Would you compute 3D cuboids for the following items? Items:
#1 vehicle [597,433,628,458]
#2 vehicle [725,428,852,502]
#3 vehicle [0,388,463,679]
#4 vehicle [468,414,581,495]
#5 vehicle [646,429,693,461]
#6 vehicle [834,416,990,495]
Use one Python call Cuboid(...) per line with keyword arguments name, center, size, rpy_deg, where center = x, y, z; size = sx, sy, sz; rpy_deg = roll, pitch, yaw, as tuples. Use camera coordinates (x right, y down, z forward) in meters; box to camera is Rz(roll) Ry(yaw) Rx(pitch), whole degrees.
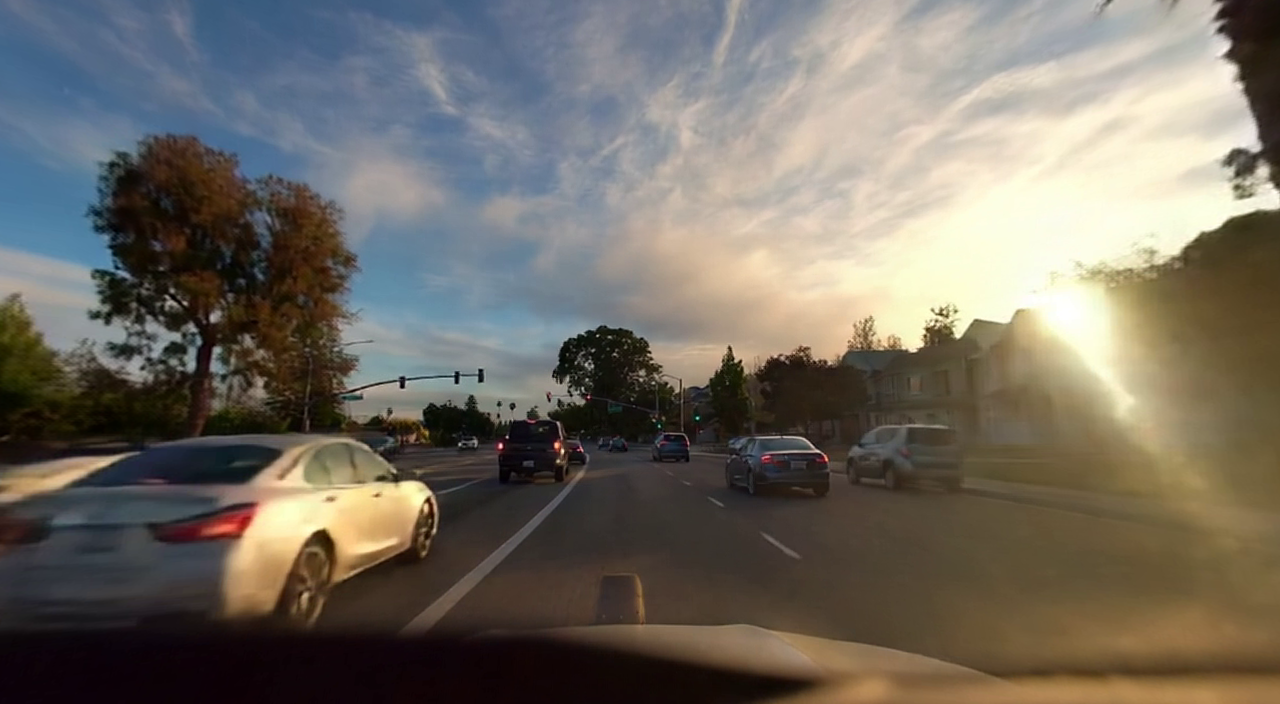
Cuboid(name="vehicle", center=(-2.172, 7.193, 48.748), size=(2.164, 1.867, 4.254), rpy_deg=(1, -8, -6))
Cuboid(name="vehicle", center=(3.327, 2.611, 15.040), size=(1.870, 1.491, 4.009), rpy_deg=(0, -8, -3))
Cuboid(name="vehicle", center=(-3.105, 1.283, 5.595), size=(1.922, 1.577, 4.140), rpy_deg=(0, -8, -1))
Cuboid(name="vehicle", center=(-3.118, 2.950, 18.681), size=(2.354, 1.948, 6.355), rpy_deg=(0, -8, -2))
Cuboid(name="vehicle", center=(1.860, 6.170, 42.111), size=(2.391, 1.960, 5.600), rpy_deg=(0, -8, -5))
Cuboid(name="vehicle", center=(6.971, 2.690, 16.796), size=(2.011, 1.805, 4.260), rpy_deg=(0, -8, -4))
